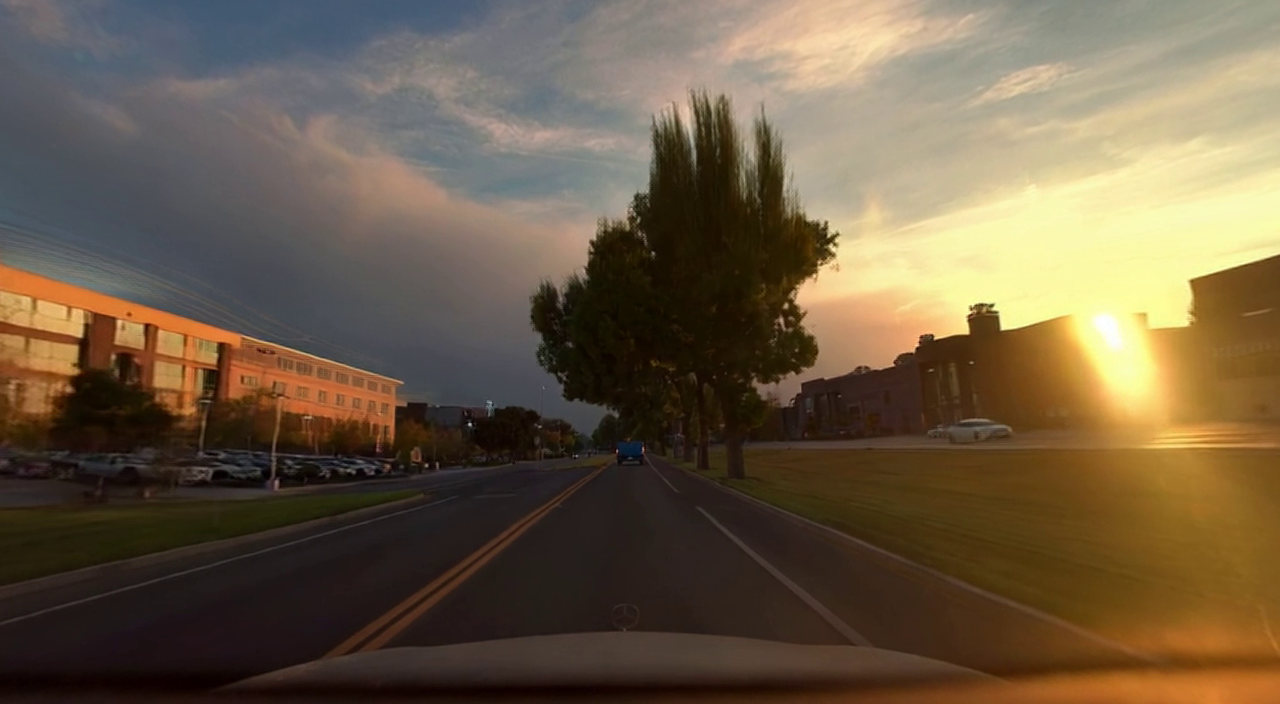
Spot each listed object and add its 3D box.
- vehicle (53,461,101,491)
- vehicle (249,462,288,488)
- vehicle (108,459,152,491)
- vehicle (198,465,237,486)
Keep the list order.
[{"bbox_3d":[-37.910,8.312,42.628,2.047,1.746,4.461,7,-11,-38],"label":"vehicle"},{"bbox_3d":[-27.909,9.183,47.406,1.930,1.718,4.438,6,-11,-36],"label":"vehicle"},{"bbox_3d":[-34.597,8.301,42.891,2.050,1.938,4.789,7,-11,-38],"label":"vehicle"},{"bbox_3d":[-32.110,9.350,47.955,1.747,1.468,3.972,7,-13,-42],"label":"vehicle"}]
